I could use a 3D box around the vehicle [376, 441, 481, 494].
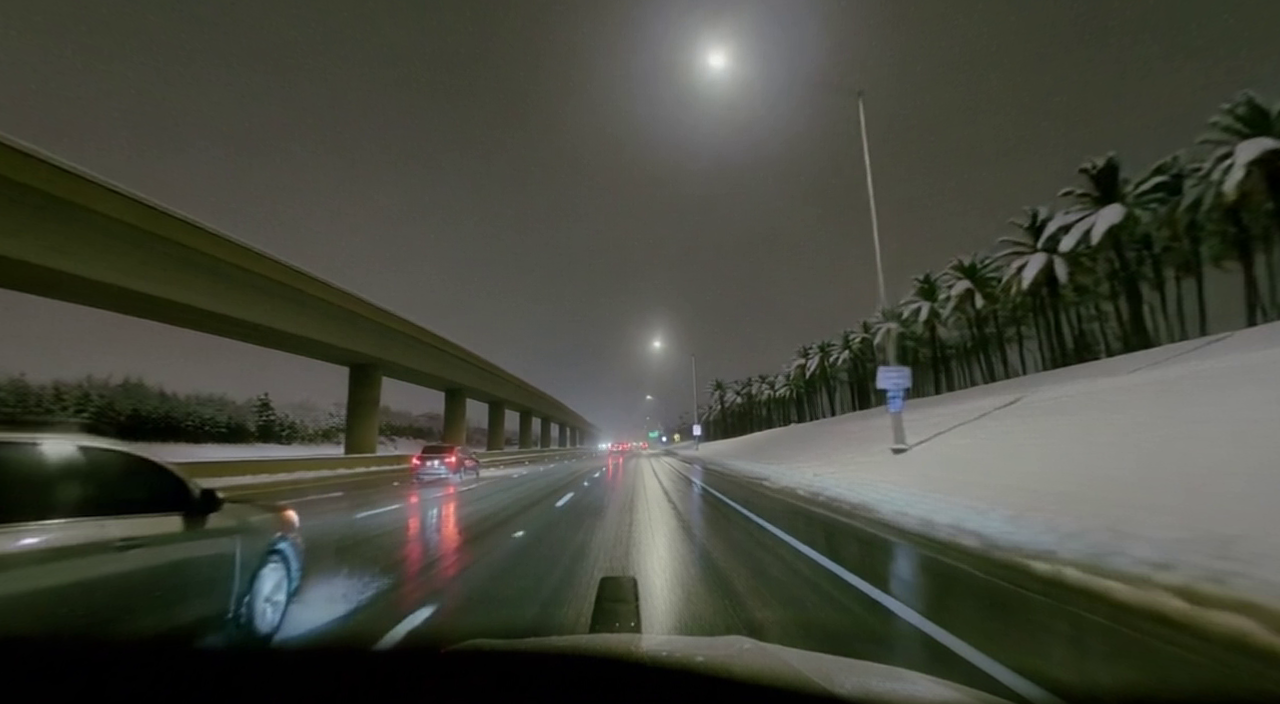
[{"bbox_3d":[-6.672,3.659,20.457,1.914,1.503,4.268,0,-9,0],"label":"vehicle"}]

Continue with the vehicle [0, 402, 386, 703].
[{"bbox_3d":[-3.364,1.118,3.481,1.978,1.499,4.695,0,-9,0],"label":"vehicle"}]
